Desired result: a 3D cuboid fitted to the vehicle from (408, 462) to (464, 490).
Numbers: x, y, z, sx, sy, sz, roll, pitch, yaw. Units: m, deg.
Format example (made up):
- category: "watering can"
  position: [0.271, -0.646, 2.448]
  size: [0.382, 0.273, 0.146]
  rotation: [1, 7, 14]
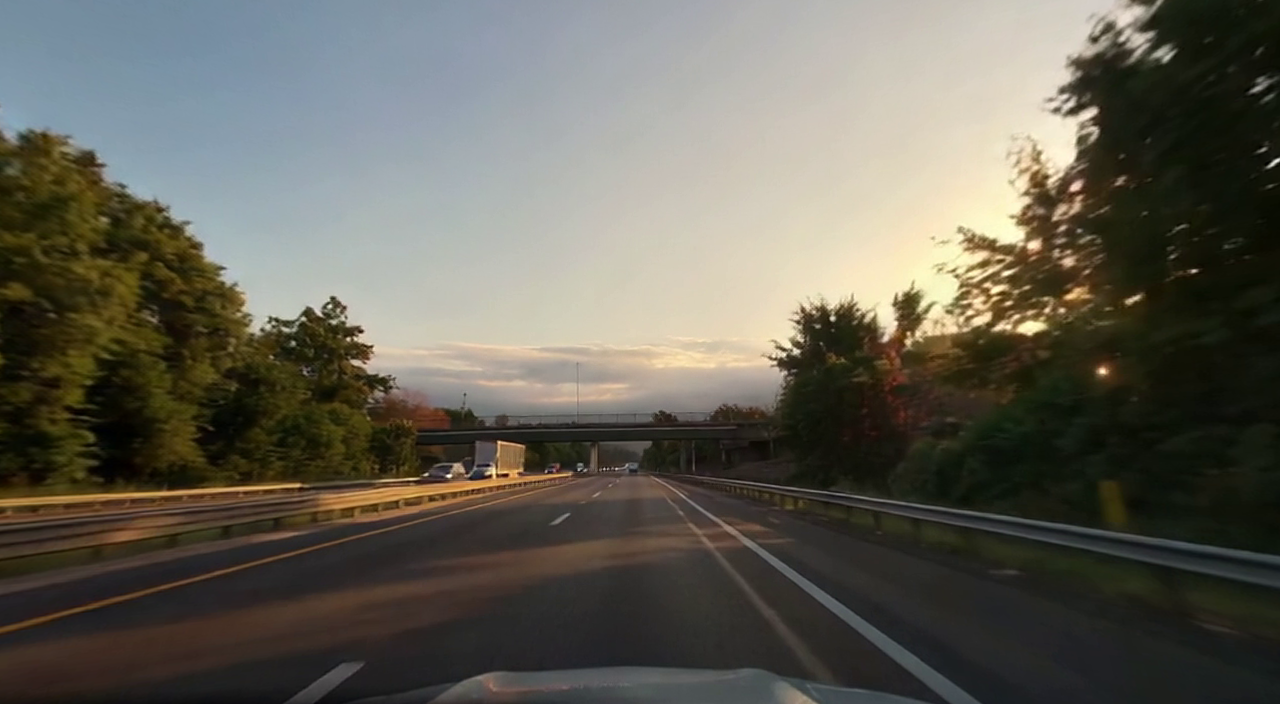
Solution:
- category: "vehicle"
  position: [-11.589, 7.084, 36.082]
  size: [1.828, 1.481, 4.104]
  rotation: [1, -10, 0]
